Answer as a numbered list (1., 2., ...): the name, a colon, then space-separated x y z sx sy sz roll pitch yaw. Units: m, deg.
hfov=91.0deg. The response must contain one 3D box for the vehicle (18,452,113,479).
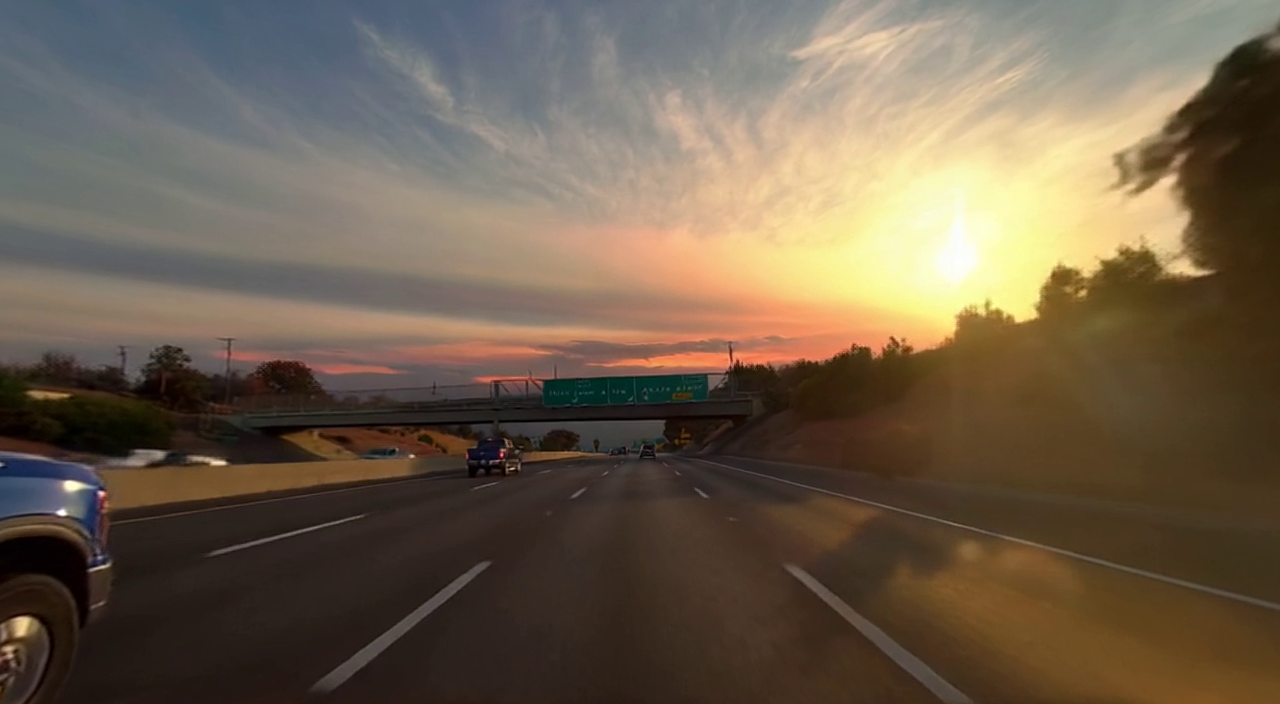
1. vehicle: -35.159 6.908 38.678 1.819 1.531 4.209 0 -9 0

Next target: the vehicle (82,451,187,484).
1. vehicle: -25.093 5.704 31.472 1.815 1.496 4.136 0 -9 0

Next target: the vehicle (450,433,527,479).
1. vehicle: -6.912 4.828 29.453 2.260 1.917 5.499 0 -9 0
